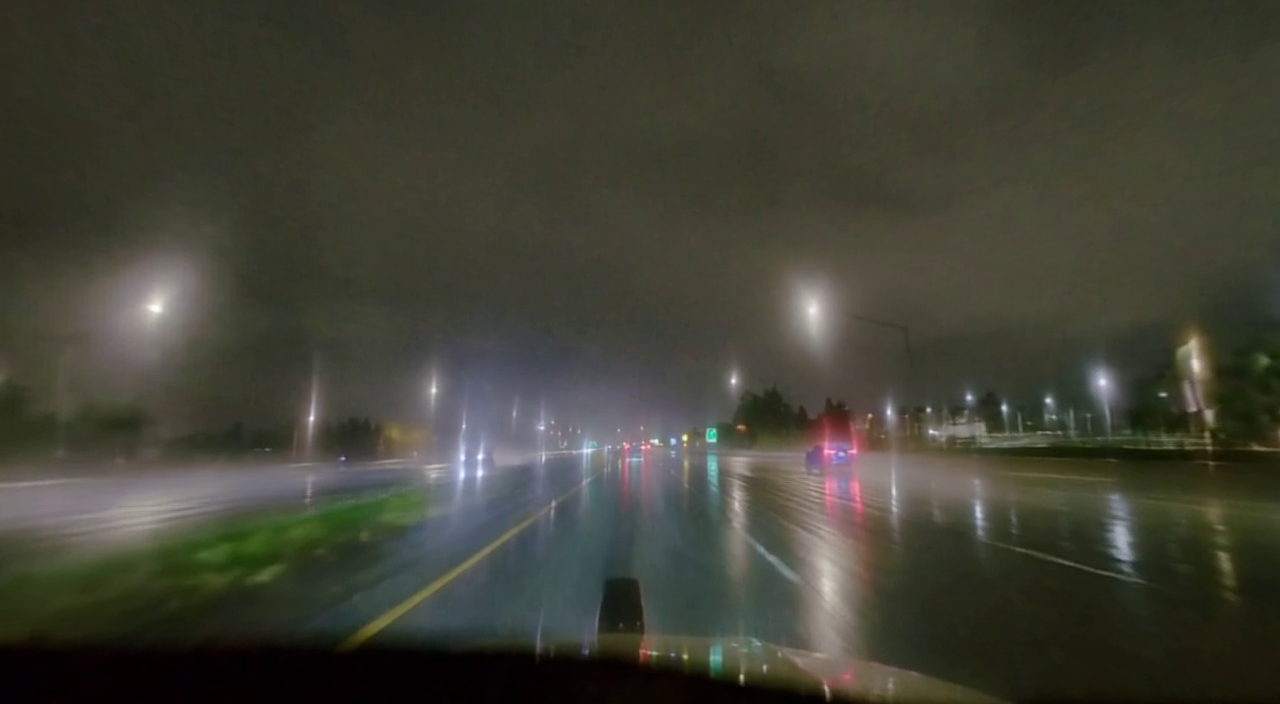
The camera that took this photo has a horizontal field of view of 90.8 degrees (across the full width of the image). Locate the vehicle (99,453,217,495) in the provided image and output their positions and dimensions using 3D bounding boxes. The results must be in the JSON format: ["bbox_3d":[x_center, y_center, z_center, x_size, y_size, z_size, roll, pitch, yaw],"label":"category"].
[{"bbox_3d":[-21.163,5.332,27.953,2.183,1.644,3.774,0,-8,0],"label":"vehicle"}]

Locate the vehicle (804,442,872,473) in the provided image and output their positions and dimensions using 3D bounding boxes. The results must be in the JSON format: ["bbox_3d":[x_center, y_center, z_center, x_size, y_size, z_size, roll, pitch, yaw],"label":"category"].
[{"bbox_3d":[10.636,5.691,34.345,2.024,1.481,4.747,1,-8,-1],"label":"vehicle"}]
